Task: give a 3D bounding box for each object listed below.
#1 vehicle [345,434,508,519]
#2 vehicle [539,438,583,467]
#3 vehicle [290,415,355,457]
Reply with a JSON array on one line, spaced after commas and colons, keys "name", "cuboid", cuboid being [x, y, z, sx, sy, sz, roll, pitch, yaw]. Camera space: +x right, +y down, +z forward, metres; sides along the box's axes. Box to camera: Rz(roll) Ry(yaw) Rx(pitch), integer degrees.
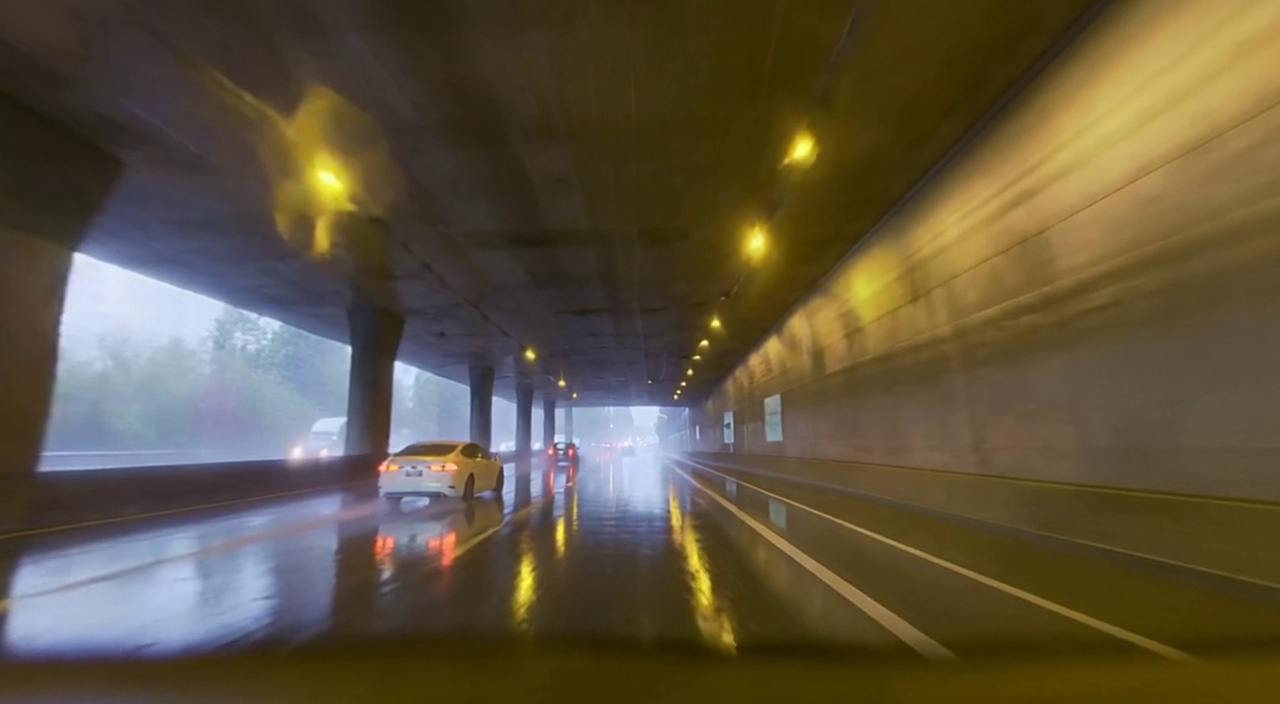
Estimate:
[{"name": "vehicle", "cuboid": [-4.088, 2.430, 12.894, 1.885, 1.424, 4.230, -1, -8, 0]}, {"name": "vehicle", "cuboid": [-4.359, 5.605, 35.253, 1.973, 1.474, 4.199, -1, -8, 0]}, {"name": "vehicle", "cuboid": [-24.218, 6.420, 48.191, 2.808, 3.064, 3.757, 0, -8, 0]}]
